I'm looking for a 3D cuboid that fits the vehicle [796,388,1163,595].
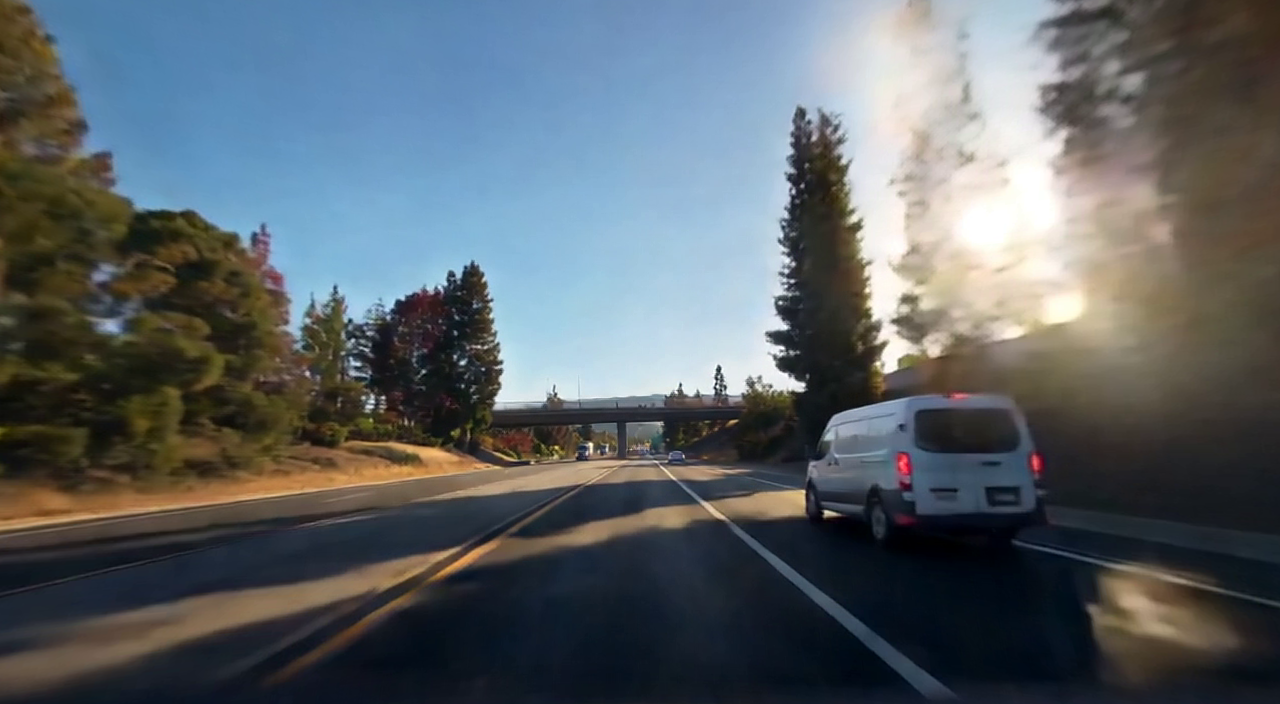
[{"bbox_3d":[3.978,1.773,8.900,2.152,1.998,5.380,0,-9,0],"label":"vehicle"}]
